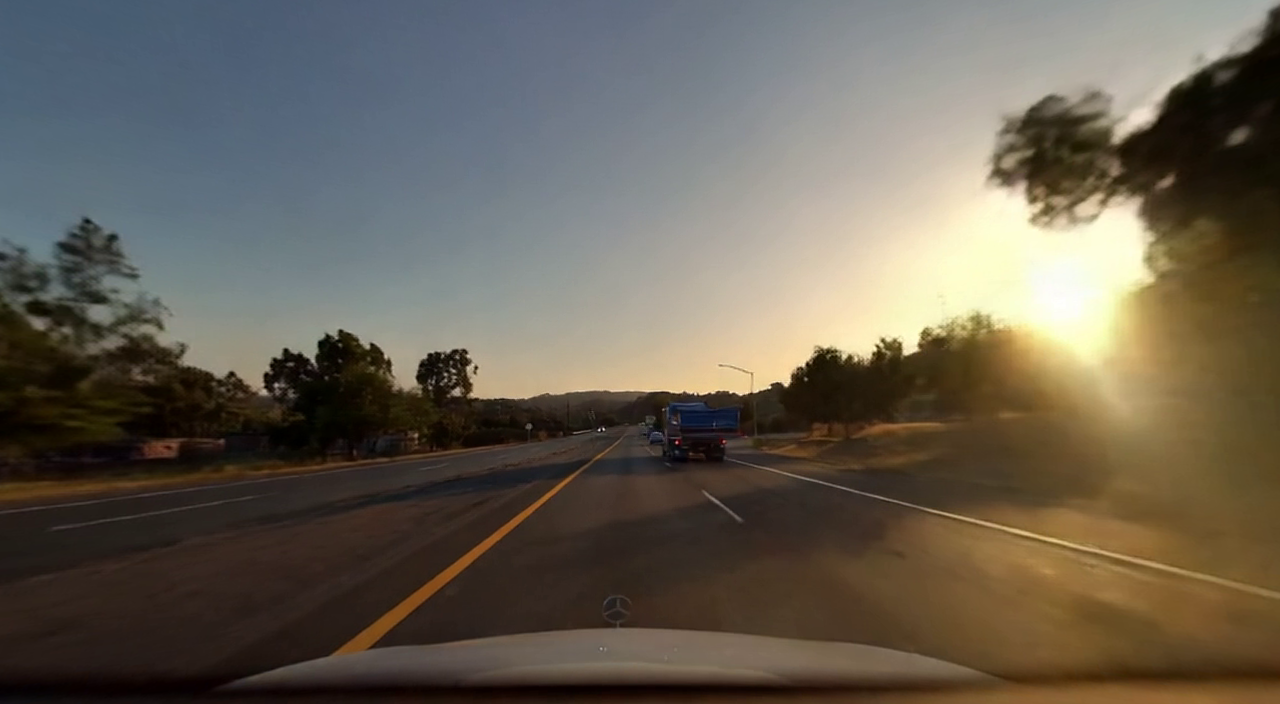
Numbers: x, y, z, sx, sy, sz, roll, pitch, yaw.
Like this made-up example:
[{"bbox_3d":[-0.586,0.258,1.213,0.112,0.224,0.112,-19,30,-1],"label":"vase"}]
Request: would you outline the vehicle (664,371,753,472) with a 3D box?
[{"bbox_3d":[2.814,3.233,28.614,2.949,3.877,8.528,0,-8,-1],"label":"vehicle"}]
